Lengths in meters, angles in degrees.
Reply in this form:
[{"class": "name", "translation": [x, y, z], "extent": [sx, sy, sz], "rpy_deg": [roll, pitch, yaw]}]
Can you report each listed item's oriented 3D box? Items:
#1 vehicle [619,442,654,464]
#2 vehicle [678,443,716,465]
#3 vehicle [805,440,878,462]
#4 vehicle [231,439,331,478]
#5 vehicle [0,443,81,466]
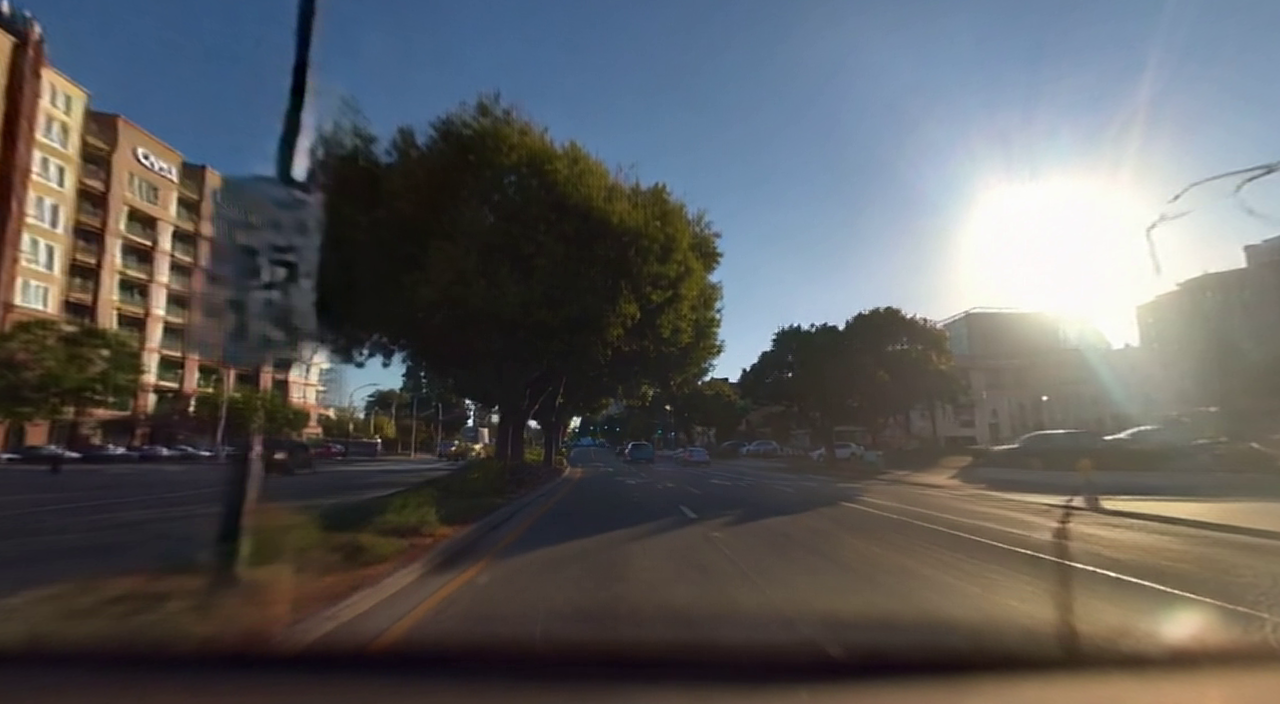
[{"class": "vehicle", "translation": [-0.337, 7.435, 46.606], "extent": [2.020, 1.479, 4.650], "rpy_deg": [1, -9, -7]}, {"class": "vehicle", "translation": [4.052, 7.346, 45.666], "extent": [1.932, 1.439, 4.159], "rpy_deg": [1, -9, -7]}, {"class": "vehicle", "translation": [14.781, 7.283, 46.481], "extent": [4.648, 1.510, 1.891], "rpy_deg": [1, -9, -6]}, {"class": "vehicle", "translation": [-14.875, 4.408, 26.471], "extent": [1.915, 1.483, 4.210], "rpy_deg": [0, -9, -4]}, {"class": "vehicle", "translation": [-41.380, 7.051, 43.631], "extent": [1.772, 1.448, 4.585], "rpy_deg": [1, -9, -8]}]
